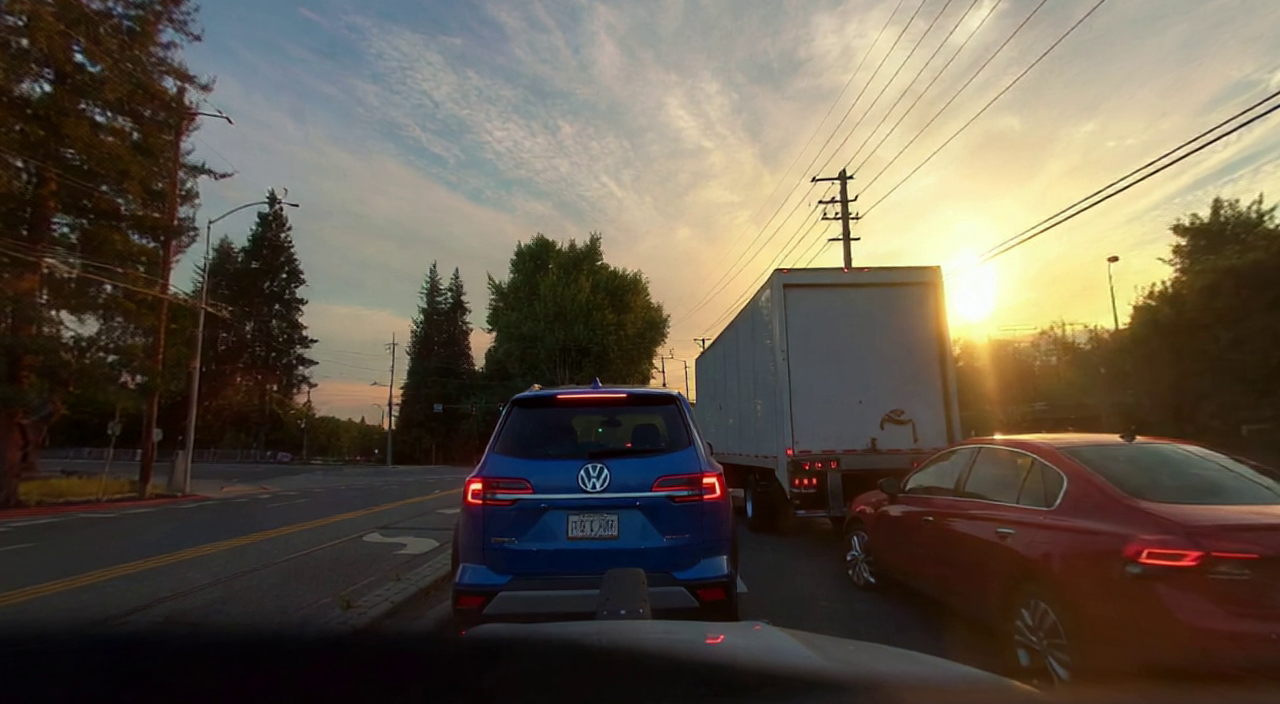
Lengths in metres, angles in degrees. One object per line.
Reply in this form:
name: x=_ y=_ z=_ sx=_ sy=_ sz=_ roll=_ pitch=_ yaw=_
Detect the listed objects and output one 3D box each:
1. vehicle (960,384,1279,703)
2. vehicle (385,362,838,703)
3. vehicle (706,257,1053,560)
vehicle: x=2.827 y=0.746 z=1.191 sx=1.971 sy=1.484 sz=4.728 roll=0 pitch=-8 yaw=0
vehicle: x=-0.129 y=1.222 z=5.137 sx=2.114 sy=1.732 sz=4.230 roll=0 pitch=-8 yaw=0
vehicle: x=3.222 y=1.249 z=11.825 sx=2.915 sy=3.559 sz=8.848 roll=0 pitch=-8 yaw=-1
